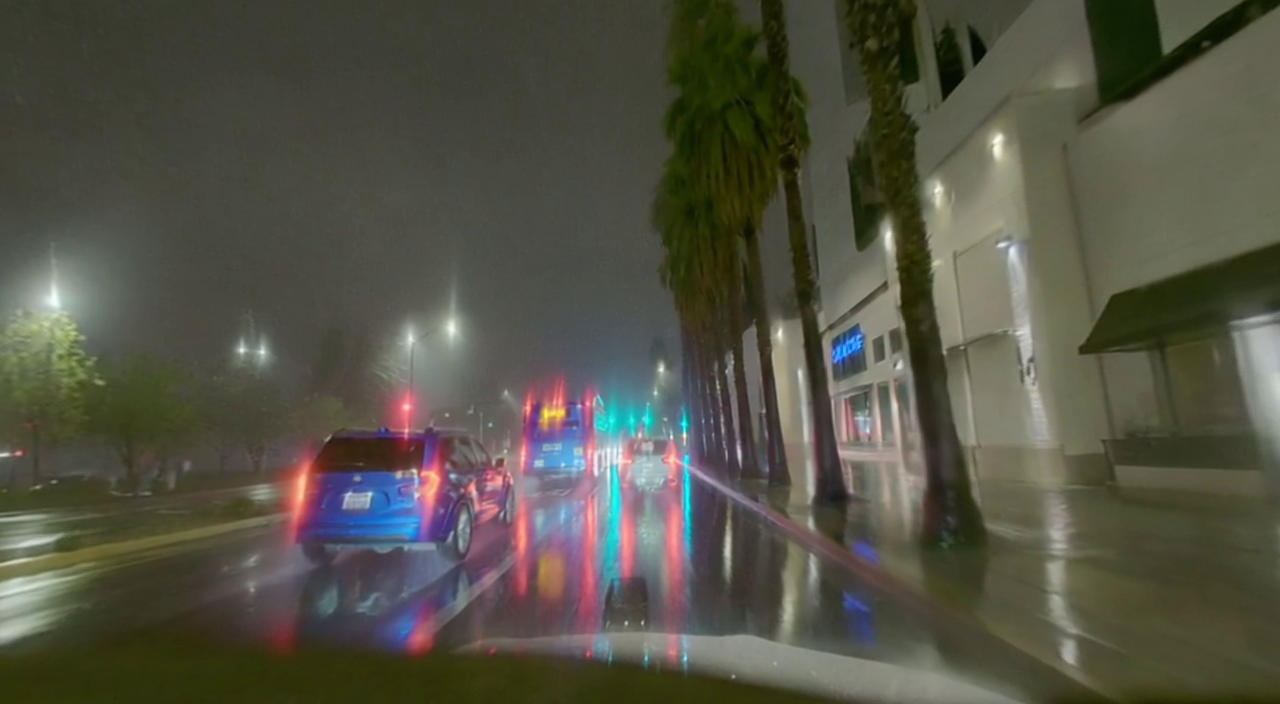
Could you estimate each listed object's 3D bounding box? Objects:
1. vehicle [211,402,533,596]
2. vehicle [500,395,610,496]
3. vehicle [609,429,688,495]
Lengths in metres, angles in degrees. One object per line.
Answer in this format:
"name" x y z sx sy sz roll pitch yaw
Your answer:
"vehicle" -2.923 1.721 8.294 2.124 1.799 4.587 -1 -8 1
"vehicle" -2.823 3.477 23.663 2.775 3.064 8.297 -1 -8 1
"vehicle" 0.247 3.237 18.892 2.120 1.727 3.917 -1 -8 1
